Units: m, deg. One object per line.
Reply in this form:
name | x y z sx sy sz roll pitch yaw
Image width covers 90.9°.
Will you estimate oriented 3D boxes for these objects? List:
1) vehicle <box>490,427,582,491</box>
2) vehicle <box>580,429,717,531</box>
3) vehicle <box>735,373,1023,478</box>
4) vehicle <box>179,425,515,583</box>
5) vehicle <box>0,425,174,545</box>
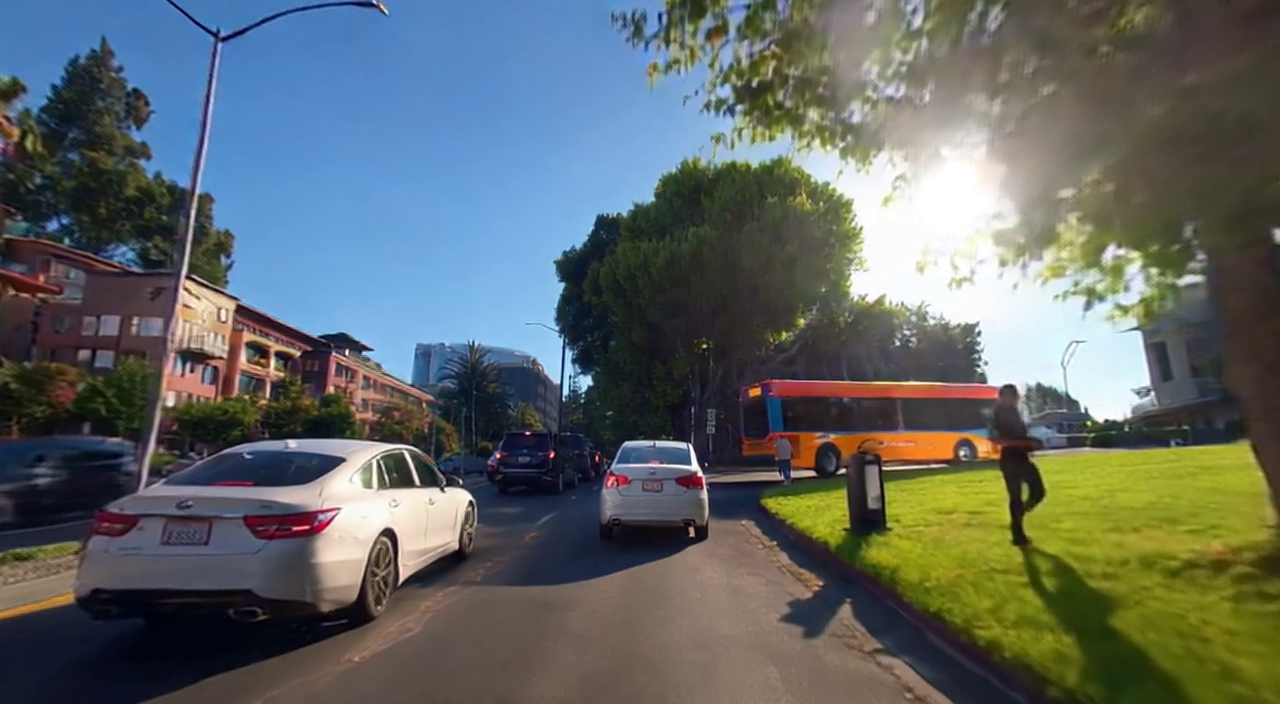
vehicle | -3.104 3.315 19.904 2.017 1.761 4.572 0 -8 2
vehicle | 0.200 2.184 11.290 2.020 1.478 3.922 -1 -8 2
vehicle | 8.650 2.713 22.781 9.977 3.303 2.948 3 -9 -19
vehicle | -3.289 1.789 8.348 1.953 1.480 4.522 -1 -8 5
vehicle | -9.918 2.017 9.865 2.086 1.656 4.010 0 -8 1
